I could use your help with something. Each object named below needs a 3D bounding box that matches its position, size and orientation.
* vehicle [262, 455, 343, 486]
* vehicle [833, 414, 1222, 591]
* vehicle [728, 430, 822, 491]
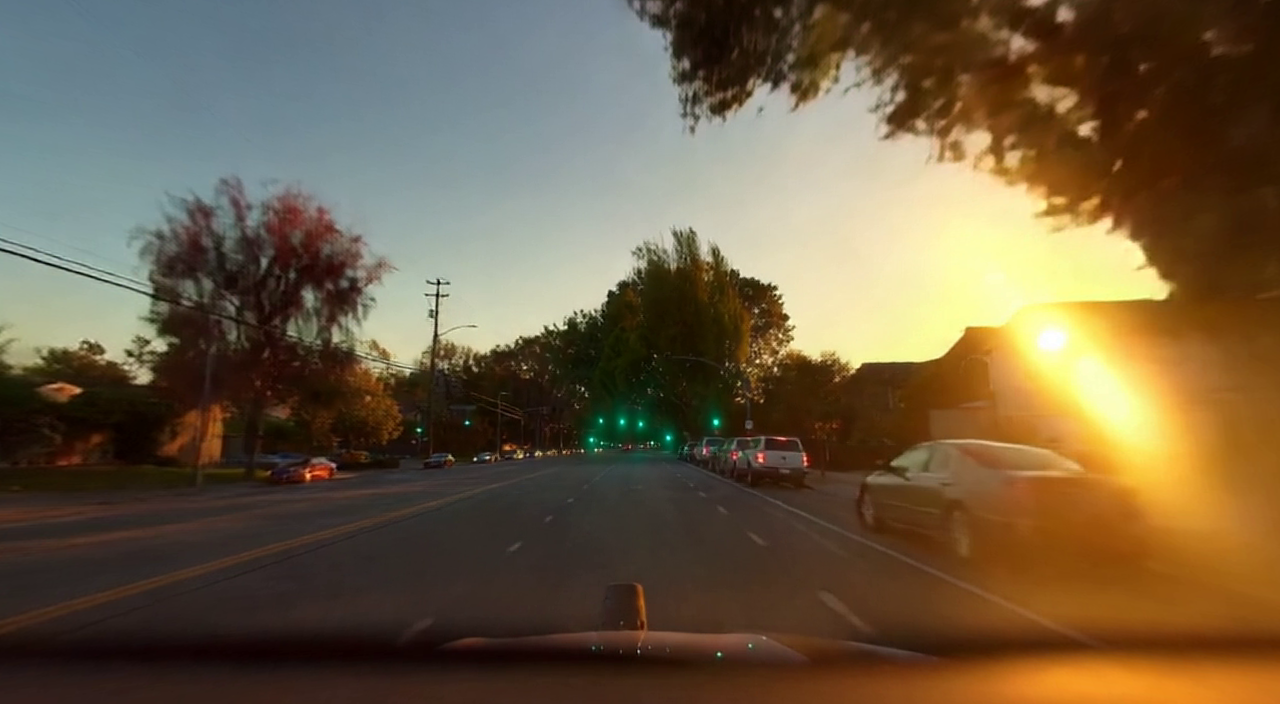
[{"bbox_3d":[-17.669,6.211,33.351,1.831,1.428,4.456,-1,-9,-1],"label":"vehicle"},{"bbox_3d":[4.578,1.849,8.753,2.154,1.718,4.980,0,-9,-1],"label":"vehicle"},{"bbox_3d":[4.467,3.694,21.836,2.078,1.837,5.088,0,-9,-1],"label":"vehicle"}]
